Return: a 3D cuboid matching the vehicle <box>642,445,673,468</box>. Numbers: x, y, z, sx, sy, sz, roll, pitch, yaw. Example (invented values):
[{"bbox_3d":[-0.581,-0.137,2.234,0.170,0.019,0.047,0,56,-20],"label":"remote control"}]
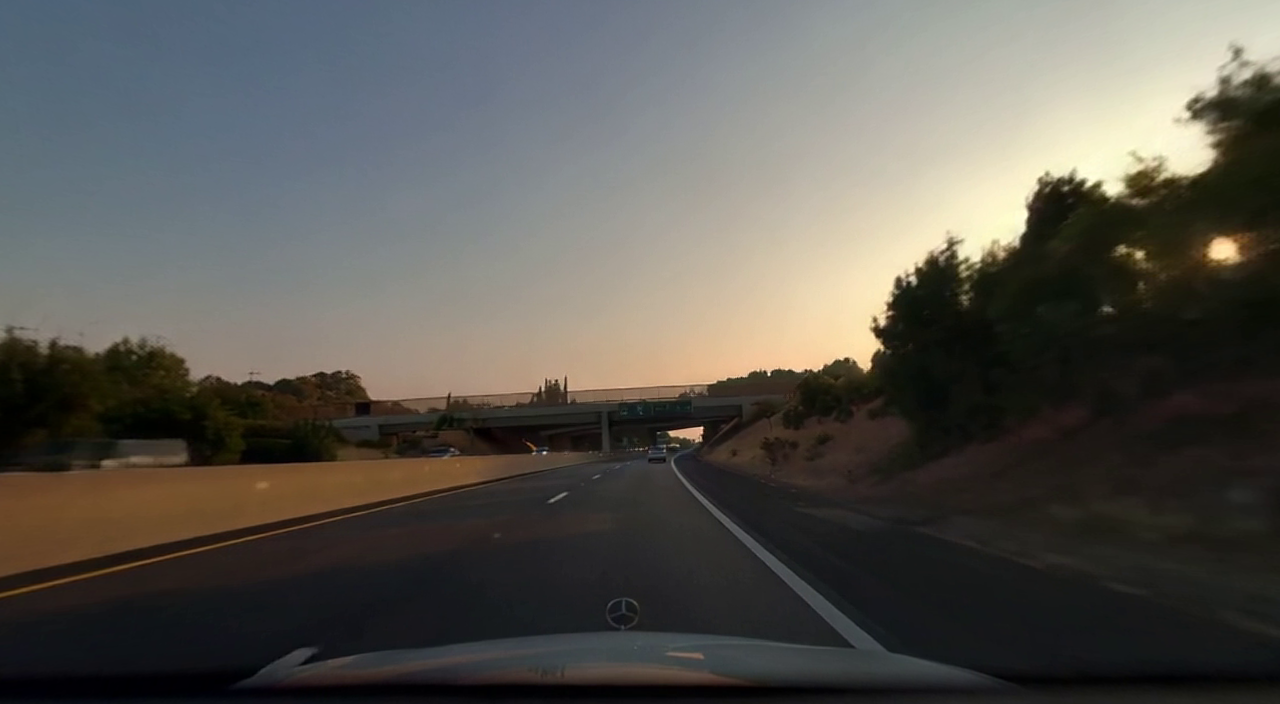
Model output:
[{"bbox_3d":[1.309,7.789,47.037,2.221,1.603,4.149,0,-9,2],"label":"vehicle"}]
